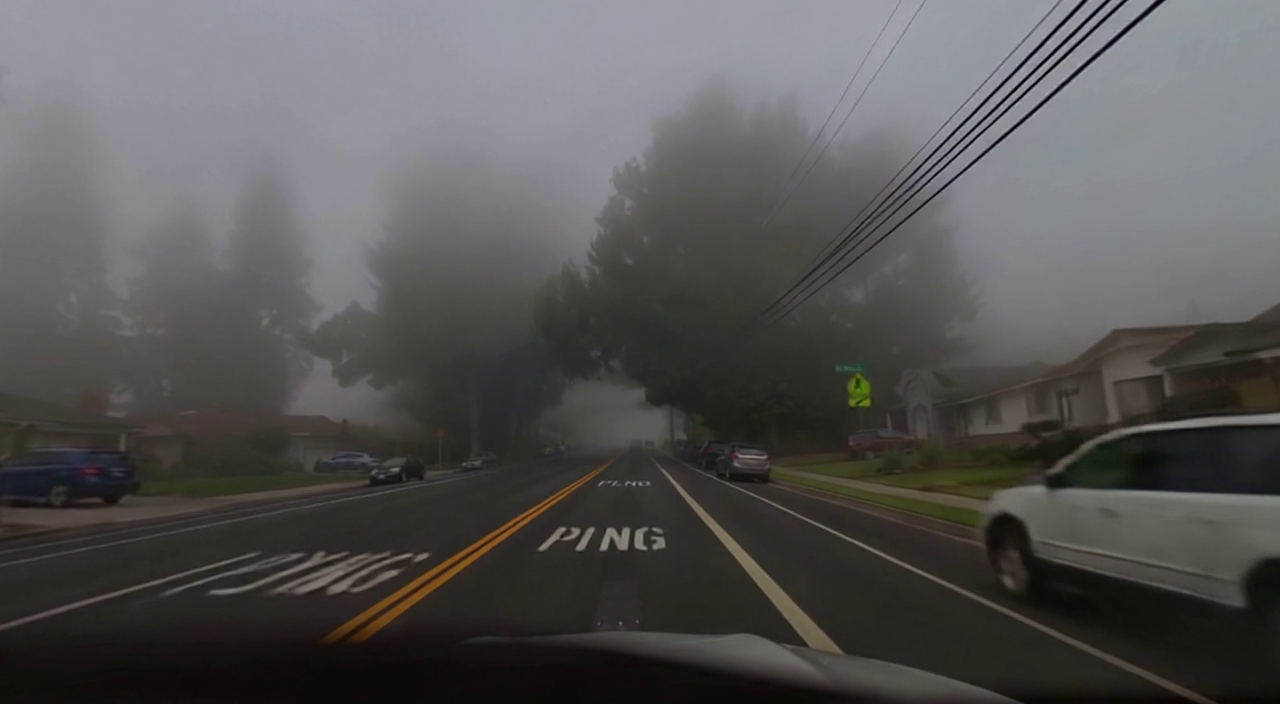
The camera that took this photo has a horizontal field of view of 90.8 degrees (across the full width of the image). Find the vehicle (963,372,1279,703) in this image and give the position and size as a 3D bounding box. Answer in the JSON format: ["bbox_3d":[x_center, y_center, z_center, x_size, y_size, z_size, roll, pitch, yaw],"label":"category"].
[{"bbox_3d":[4.312,1.112,4.091,2.027,1.751,4.433,0,-9,0],"label":"vehicle"}]

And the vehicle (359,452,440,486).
[{"bbox_3d":[-11.547,5.631,30.729,2.079,1.509,4.591,0,-9,1],"label":"vehicle"}]

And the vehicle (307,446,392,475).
[{"bbox_3d":[-17.903,6.673,39.037,4.310,1.705,1.905,-1,-9,3],"label":"vehicle"}]

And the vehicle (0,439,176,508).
[{"bbox_3d":[-17.617,3.641,19.288,5.764,1.898,2.201,-2,-9,13],"label":"vehicle"}]

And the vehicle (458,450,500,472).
[{"bbox_3d":[-11.687,7.940,46.151,1.867,1.452,4.331,-1,-9,1],"label":"vehicle"}]

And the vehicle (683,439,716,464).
[{"bbox_3d":[4.405,7.455,47.421,1.993,1.743,4.525,0,-9,-1],"label":"vehicle"}]

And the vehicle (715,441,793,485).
[{"bbox_3d":[4.305,4.298,24.728,1.920,1.541,4.709,0,-9,-3],"label":"vehicle"}]

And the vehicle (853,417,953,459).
[{"bbox_3d":[13.224,4.381,31.963,4.180,1.707,2.083,4,-9,1],"label":"vehicle"}]
